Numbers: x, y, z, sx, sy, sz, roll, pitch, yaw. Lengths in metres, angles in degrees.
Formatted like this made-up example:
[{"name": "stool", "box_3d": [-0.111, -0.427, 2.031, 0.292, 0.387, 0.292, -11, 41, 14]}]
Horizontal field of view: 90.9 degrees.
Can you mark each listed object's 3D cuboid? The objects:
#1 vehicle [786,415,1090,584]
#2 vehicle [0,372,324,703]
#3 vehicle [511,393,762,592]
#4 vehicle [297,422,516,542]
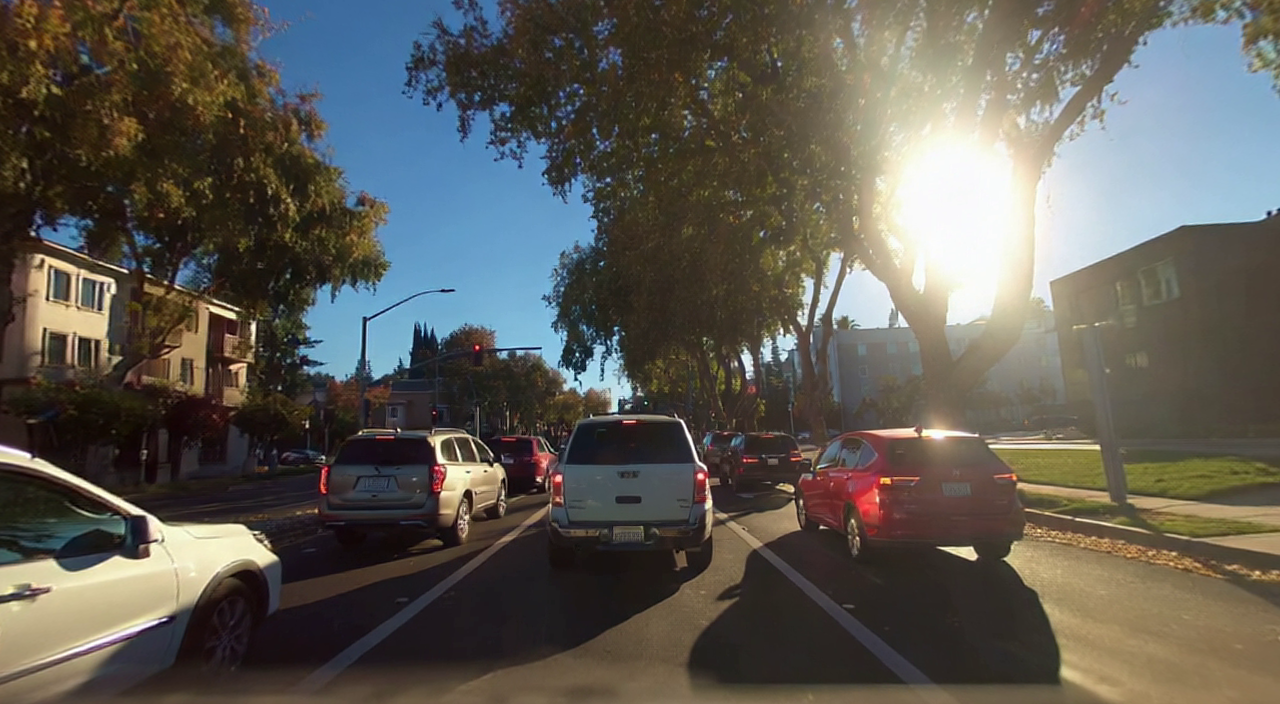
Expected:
[{"name": "vehicle", "box_3d": [3.262, 1.667, 7.858, 1.922, 1.579, 3.642, 0, -8, -1]}, {"name": "vehicle", "box_3d": [-3.781, 0.991, 3.292, 1.929, 1.641, 4.193, 0, -8, 2]}, {"name": "vehicle", "box_3d": [-0.009, 1.534, 7.640, 2.193, 1.744, 4.033, 0, -8, 1]}, {"name": "vehicle", "box_3d": [-3.660, 2.112, 10.916, 2.042, 1.641, 4.314, 0, -8, 1]}]
